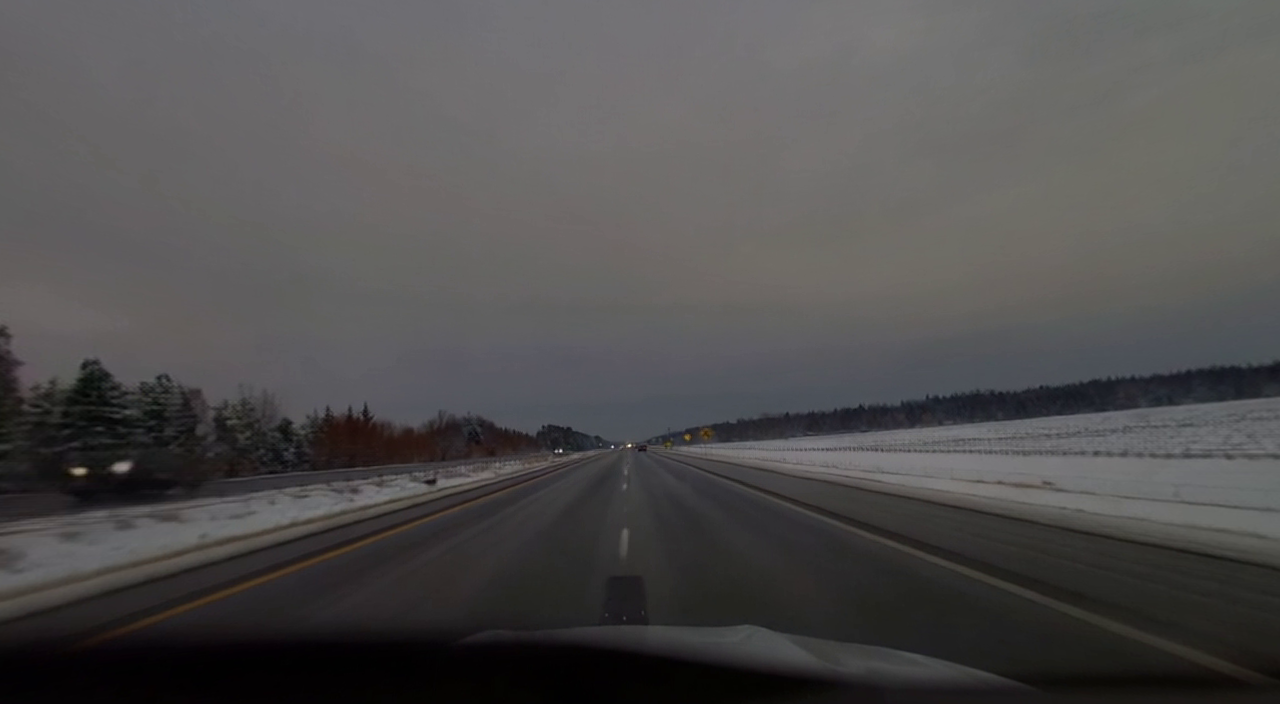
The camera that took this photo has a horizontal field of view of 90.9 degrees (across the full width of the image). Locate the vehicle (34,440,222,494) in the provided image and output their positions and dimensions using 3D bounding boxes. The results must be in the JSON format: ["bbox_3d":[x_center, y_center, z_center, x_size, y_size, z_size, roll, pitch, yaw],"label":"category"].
[{"bbox_3d":[-19.608,4.398,24.730,2.206,1.828,6.229,0,-8,0],"label":"vehicle"}]
